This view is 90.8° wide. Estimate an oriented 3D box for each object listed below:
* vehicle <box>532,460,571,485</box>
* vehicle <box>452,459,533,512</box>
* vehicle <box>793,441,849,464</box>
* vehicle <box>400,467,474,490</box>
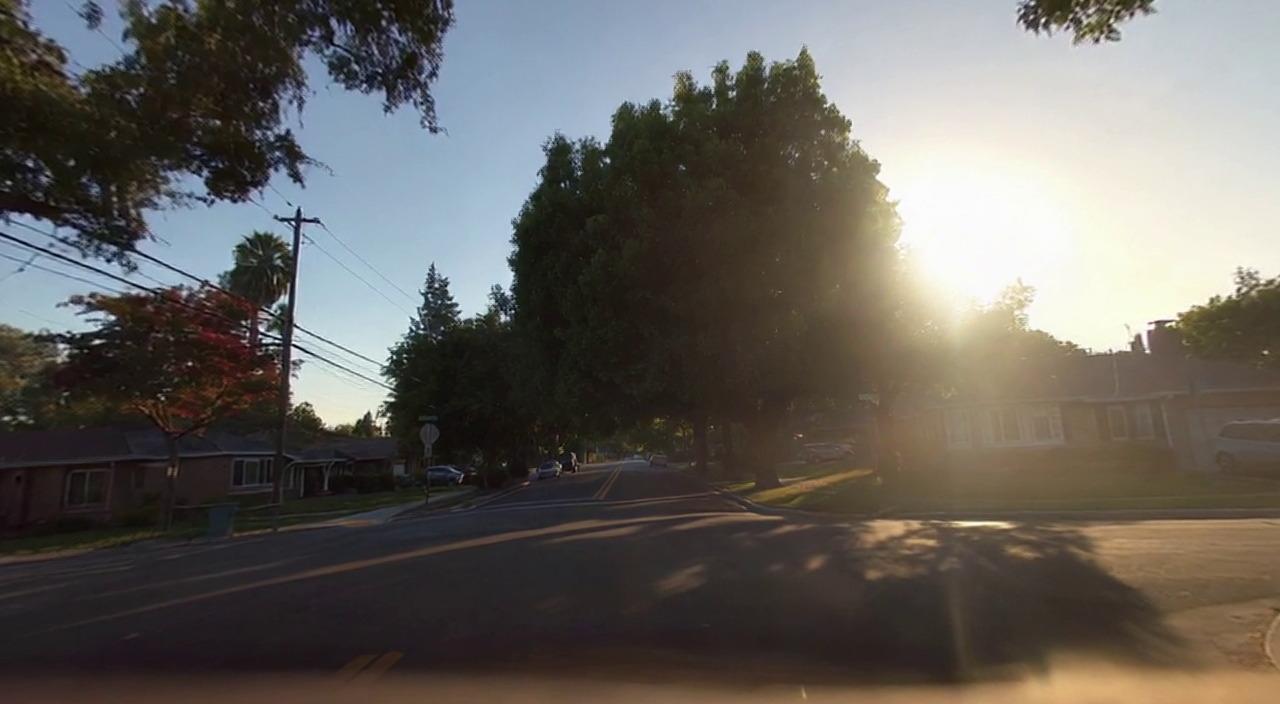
[{"bbox_3d":[-6.558,8.933,46.976,2.133,1.525,4.401,-4,-9,0],"label":"vehicle"},{"bbox_3d":[-6.200,5.627,27.068,2.149,1.823,4.613,-6,-10,1],"label":"vehicle"},{"bbox_3d":[12.433,6.926,43.518,3.563,1.551,1.916,-2,-8,12],"label":"vehicle"},{"bbox_3d":[-14.200,8.859,44.211,4.601,1.486,1.876,-2,-8,12],"label":"vehicle"}]
